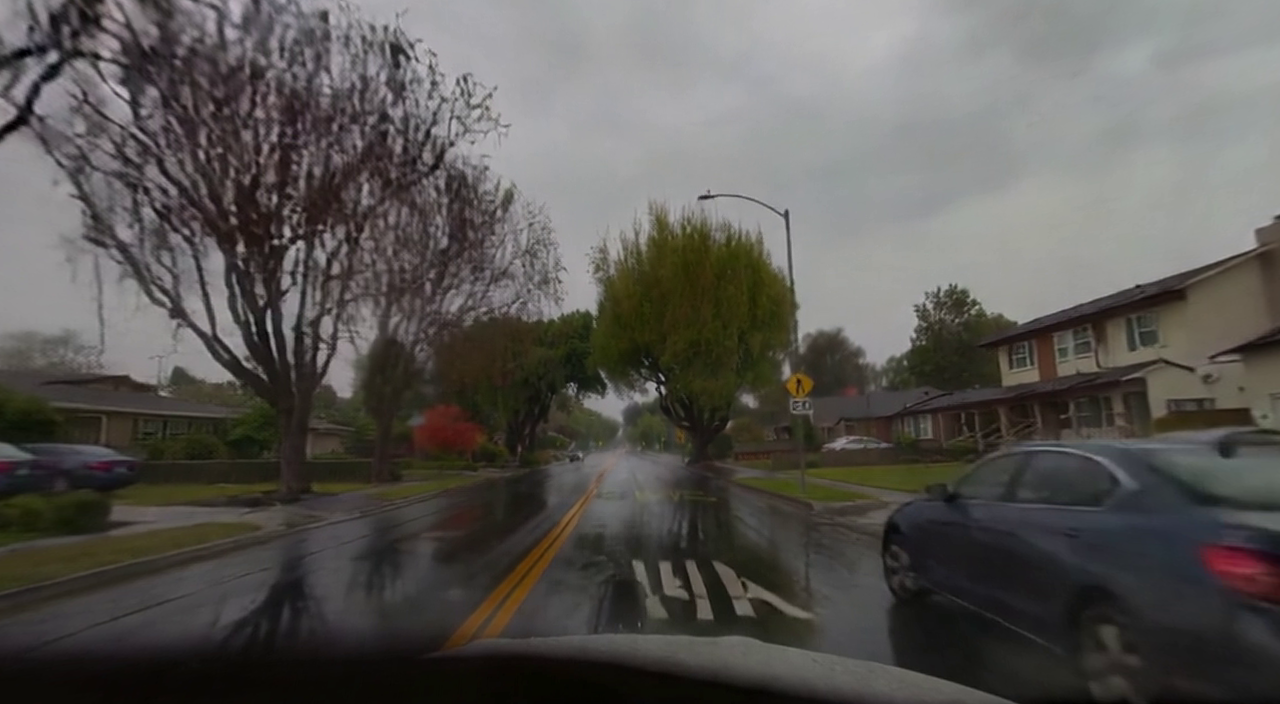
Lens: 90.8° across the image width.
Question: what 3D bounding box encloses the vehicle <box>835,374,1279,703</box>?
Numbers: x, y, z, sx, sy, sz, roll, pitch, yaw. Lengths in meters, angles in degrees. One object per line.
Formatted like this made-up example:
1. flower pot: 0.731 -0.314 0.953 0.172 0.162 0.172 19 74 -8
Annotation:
1. vehicle: 3.047 1.193 4.126 1.988 1.618 4.567 0 -8 -1

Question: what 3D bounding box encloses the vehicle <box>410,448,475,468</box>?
1. vehicle: -15.260 8.206 48.985 4.388 1.449 1.882 0 -9 -2
